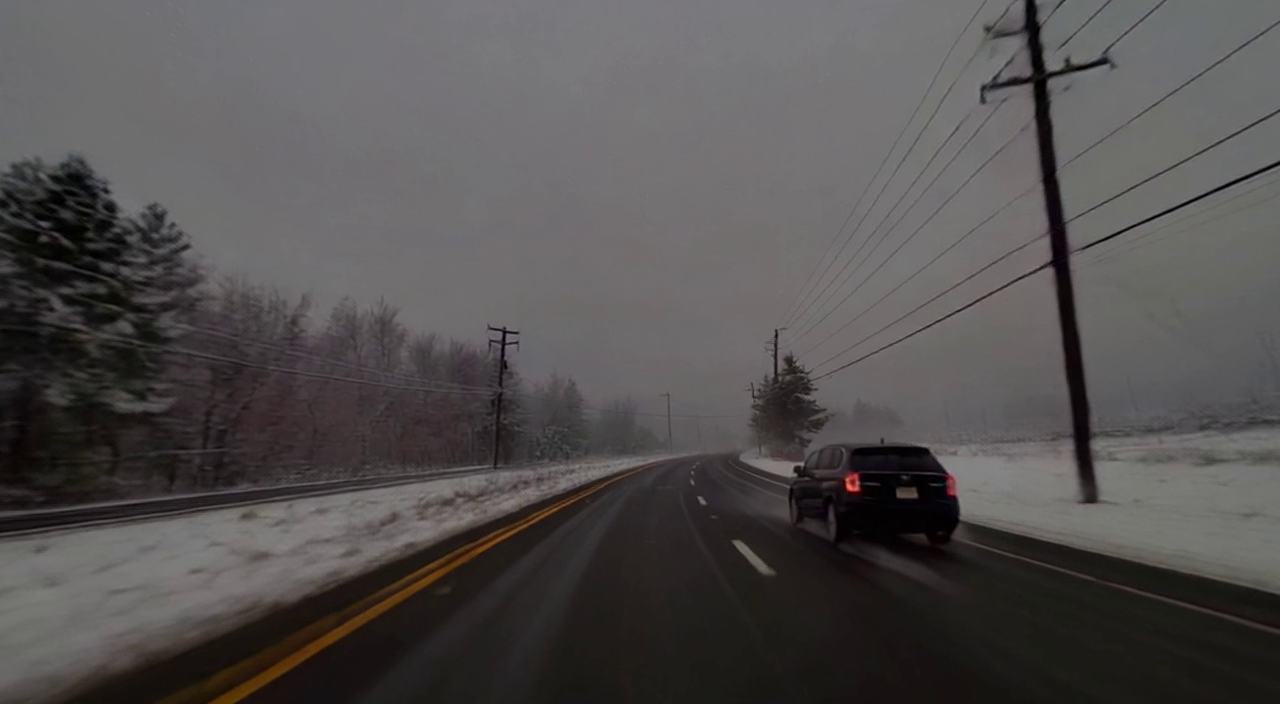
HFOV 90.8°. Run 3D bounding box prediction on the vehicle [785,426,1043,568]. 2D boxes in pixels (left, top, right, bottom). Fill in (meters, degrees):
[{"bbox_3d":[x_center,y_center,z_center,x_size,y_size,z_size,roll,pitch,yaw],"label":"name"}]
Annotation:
[{"bbox_3d":[3.819,2.088,9.827,2.135,1.692,4.185,0,-9,0],"label":"vehicle"}]
